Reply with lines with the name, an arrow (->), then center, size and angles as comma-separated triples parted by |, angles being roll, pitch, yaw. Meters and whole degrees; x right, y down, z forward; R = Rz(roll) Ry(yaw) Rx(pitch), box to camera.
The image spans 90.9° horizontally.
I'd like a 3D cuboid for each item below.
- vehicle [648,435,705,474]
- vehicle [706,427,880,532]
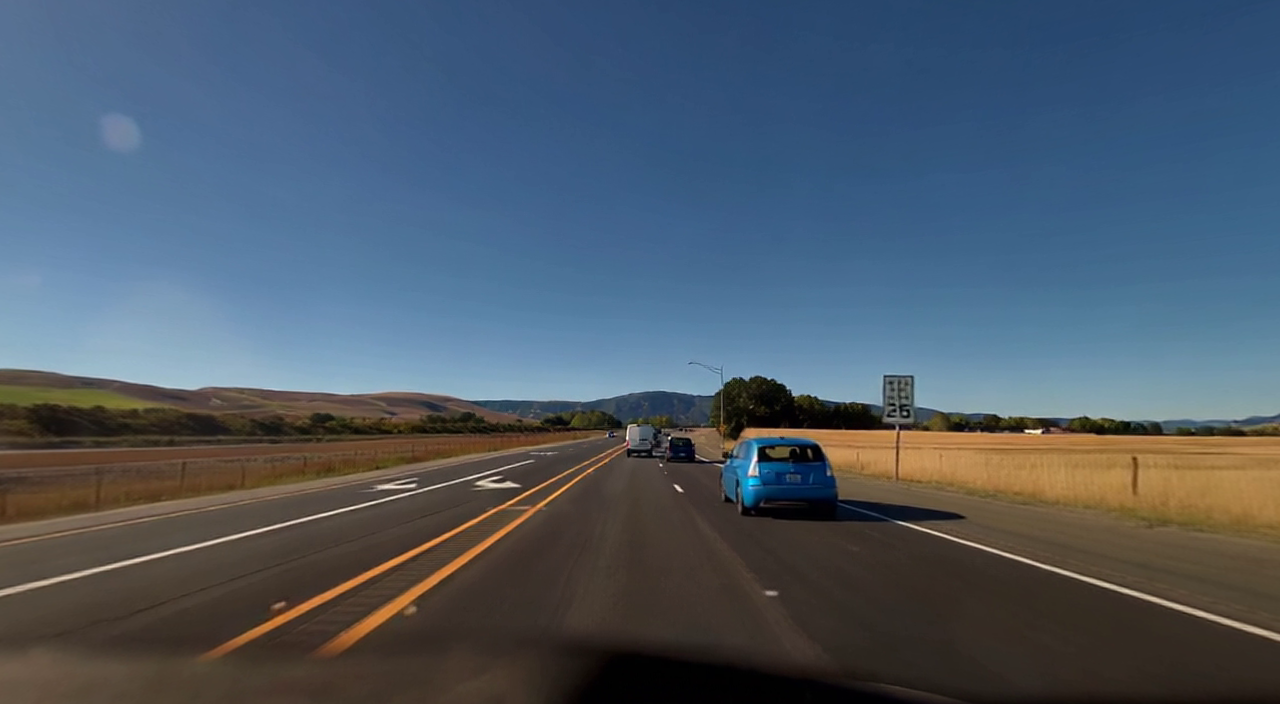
vehicle -> 1.444, 4.313, 26.760 | 2.026, 1.531, 4.273 | 0, -8, -2
vehicle -> 2.474, 2.178, 11.349 | 2.007, 1.534, 3.976 | 0, -8, -2
